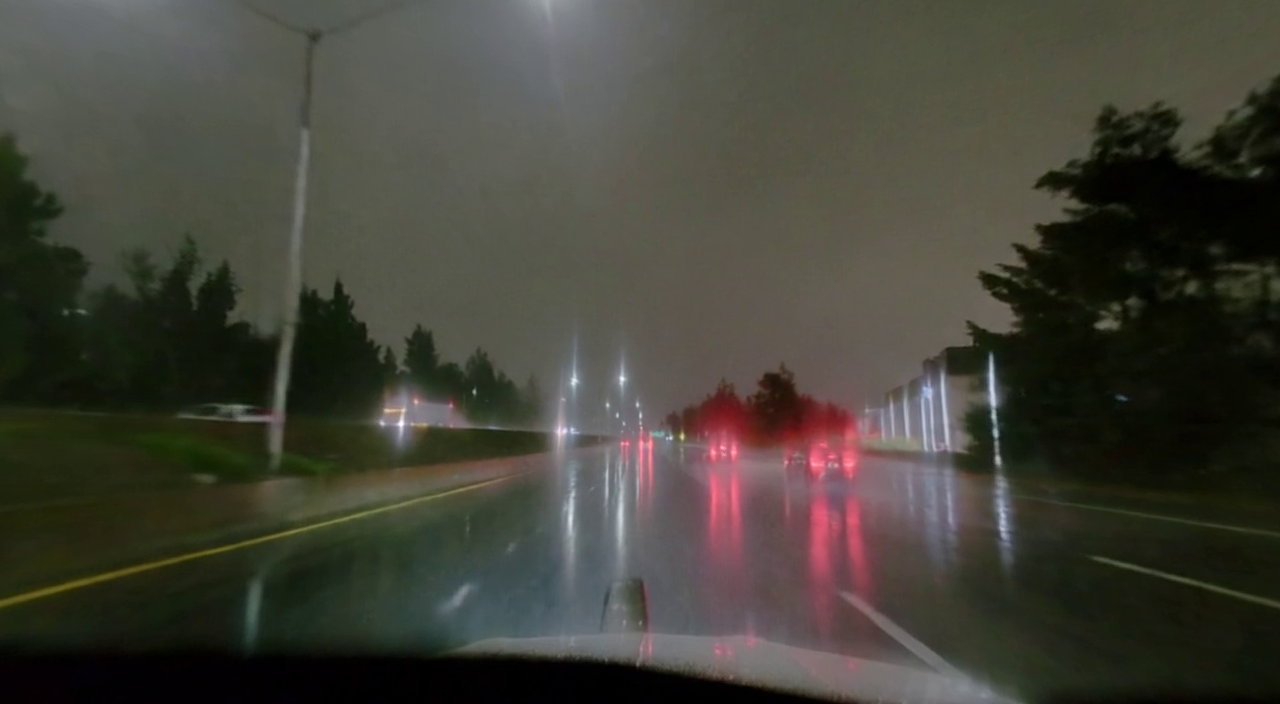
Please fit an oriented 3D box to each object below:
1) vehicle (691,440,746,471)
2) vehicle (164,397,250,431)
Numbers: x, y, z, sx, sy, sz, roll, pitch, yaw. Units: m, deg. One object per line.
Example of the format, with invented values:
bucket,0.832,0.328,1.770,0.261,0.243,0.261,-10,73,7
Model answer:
vehicle,3.782,5.080,31.205,2.069,1.431,4.313,0,-8,-1
vehicle,-21.501,3.138,31.489,1.762,1.490,3.786,1,-9,-4
